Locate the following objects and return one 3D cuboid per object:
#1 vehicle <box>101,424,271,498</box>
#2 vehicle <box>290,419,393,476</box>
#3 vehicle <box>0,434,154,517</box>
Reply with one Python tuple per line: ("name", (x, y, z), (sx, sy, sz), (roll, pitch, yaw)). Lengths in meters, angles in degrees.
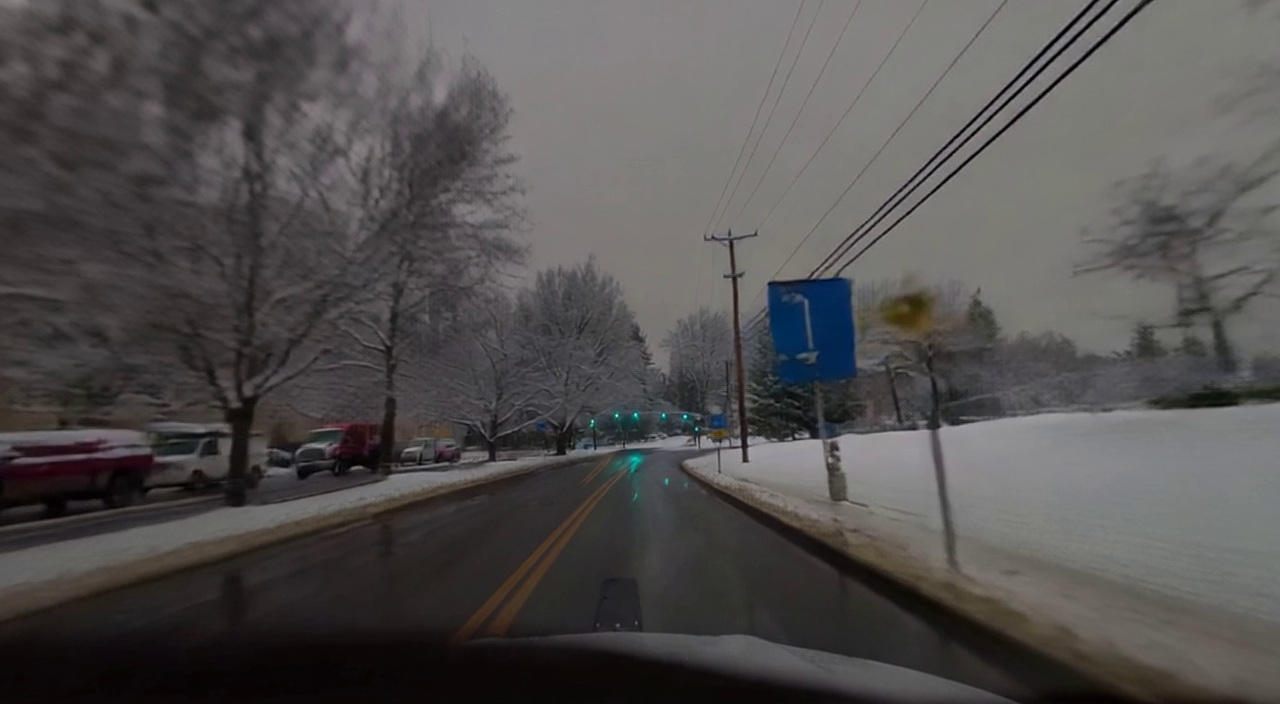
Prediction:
("vehicle", (-18.035, 4.362, 25.564), (2.327, 2.595, 6.045), (-1, -9, 0))
("vehicle", (-18.313, 5.942, 39.162), (2.739, 3.171, 7.030), (1, -8, 1))
("vehicle", (-17.017, 3.555, 18.547), (2.273, 2.115, 4.667), (1, -9, -12))
